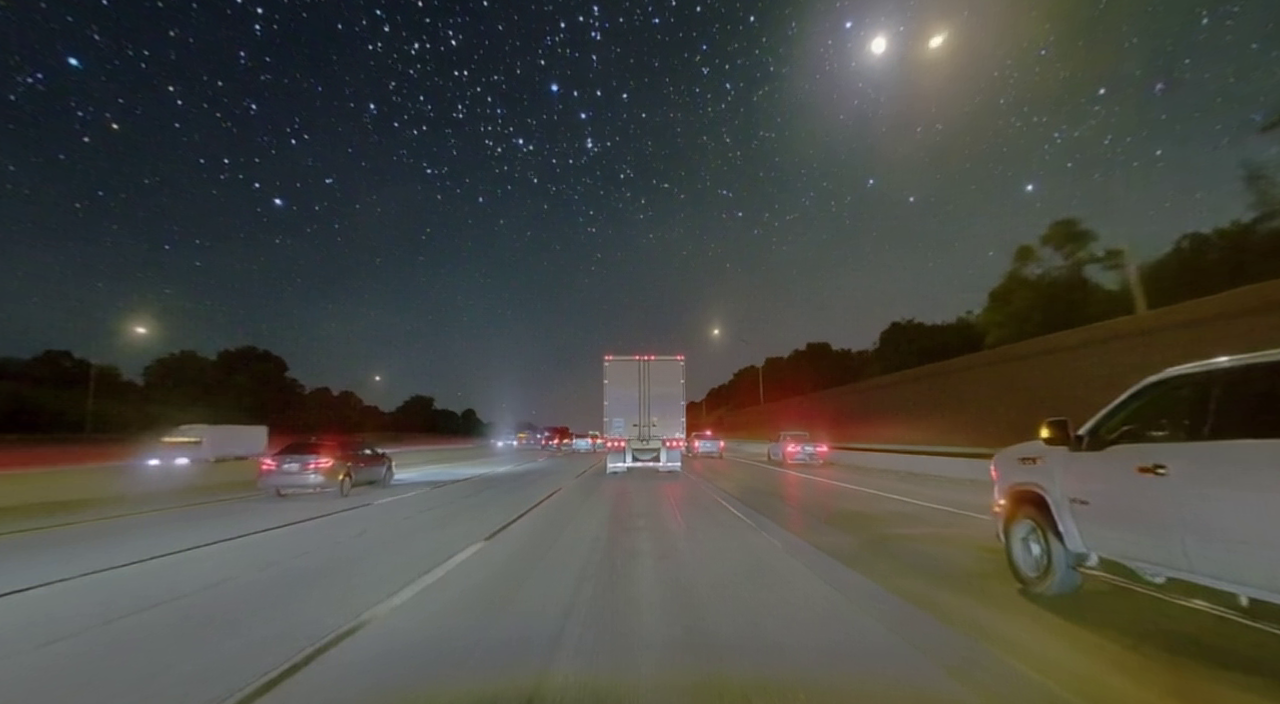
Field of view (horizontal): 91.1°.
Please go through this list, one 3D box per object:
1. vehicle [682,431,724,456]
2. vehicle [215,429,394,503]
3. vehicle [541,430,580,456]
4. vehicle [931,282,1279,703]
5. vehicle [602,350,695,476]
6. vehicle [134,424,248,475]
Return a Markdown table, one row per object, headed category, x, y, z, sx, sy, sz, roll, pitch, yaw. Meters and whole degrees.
| category | x | y | z | sx | sy | sz | roll | pitch | yaw |
| --- | --- | --- | --- | --- | --- | --- | --- | --- | --- |
| vehicle | 3.900 | 5.773 | 39.893 | 2.044 | 1.508 | 4.716 | 0 | -8 | -2 |
| vehicle | -7.660 | 2.610 | 14.917 | 2.059 | 1.500 | 4.001 | 0 | -8 | -1 |
| vehicle | -5.199 | 6.029 | 41.802 | 2.134 | 1.650 | 4.133 | 0 | -8 | -1 |
| vehicle | 3.632 | 0.693 | 2.918 | 2.118 | 1.832 | 4.901 | 0 | -8 | -1 |
| vehicle | 0.014 | 2.596 | 24.981 | 2.904 | 3.915 | 10.473 | 0 | -8 | -3 |
| vehicle | -27.349 | 5.940 | 38.701 | 2.282 | 2.848 | 6.389 | 0 | -8 | -1 |
